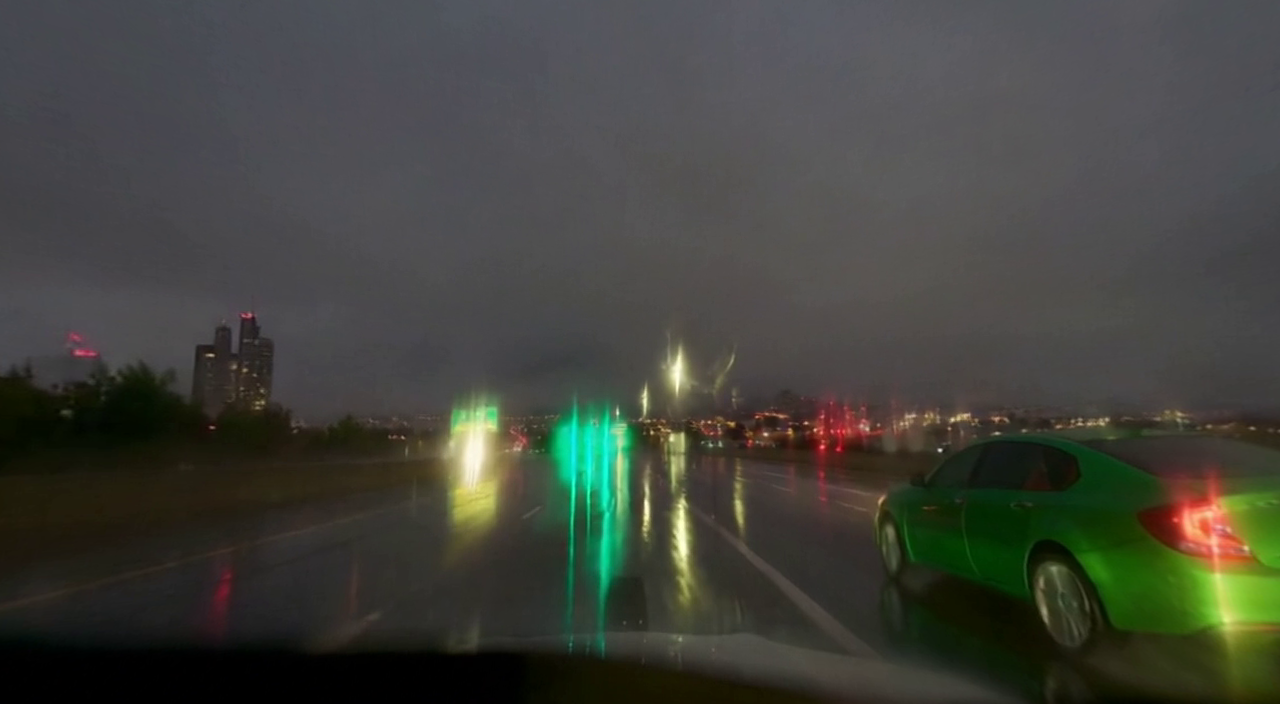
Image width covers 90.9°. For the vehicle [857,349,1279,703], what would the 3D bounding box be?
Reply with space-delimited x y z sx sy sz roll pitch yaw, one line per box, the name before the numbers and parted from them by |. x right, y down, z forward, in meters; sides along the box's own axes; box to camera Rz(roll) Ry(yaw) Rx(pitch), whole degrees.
vehicle | 3.207 1.032 3.803 2.104 1.575 4.698 -1 -9 0
